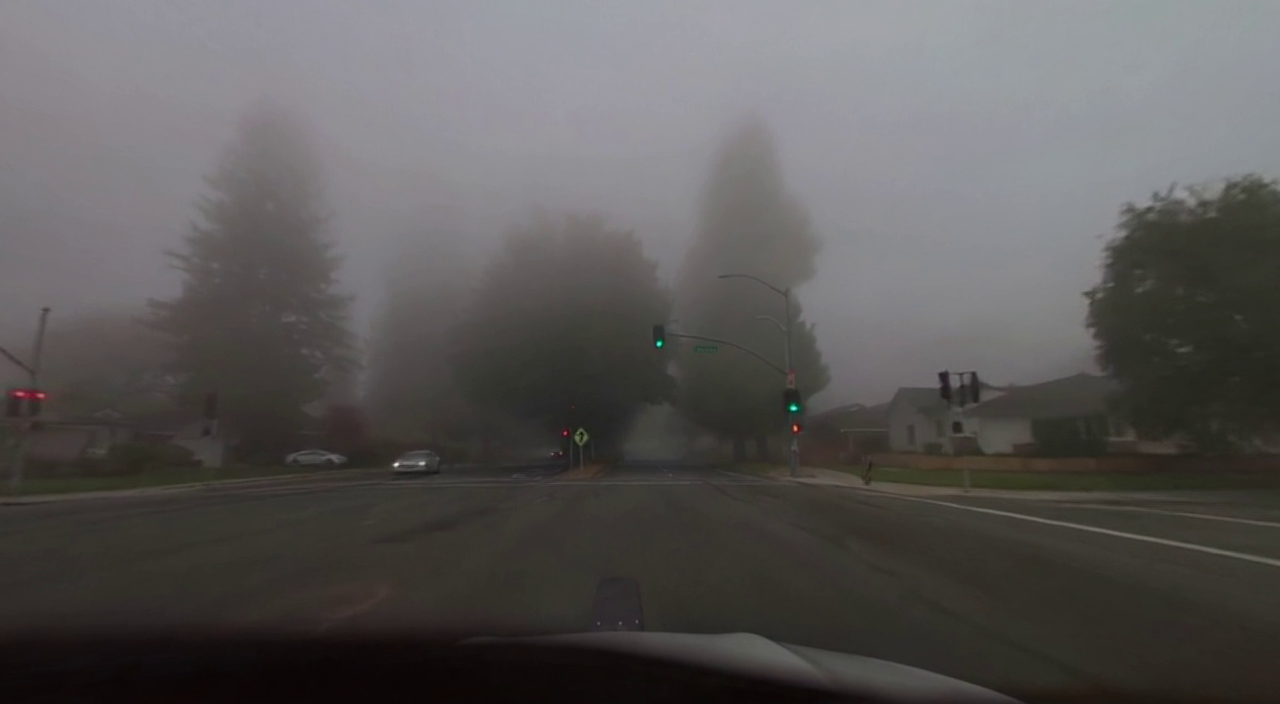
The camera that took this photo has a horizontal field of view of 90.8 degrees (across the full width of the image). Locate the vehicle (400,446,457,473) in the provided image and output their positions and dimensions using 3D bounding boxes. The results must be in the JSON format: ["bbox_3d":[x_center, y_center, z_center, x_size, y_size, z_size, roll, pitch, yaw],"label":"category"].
[{"bbox_3d":[-12.689,6.443,38.159,1.932,1.500,4.260,0,-9,0],"label":"vehicle"}]
